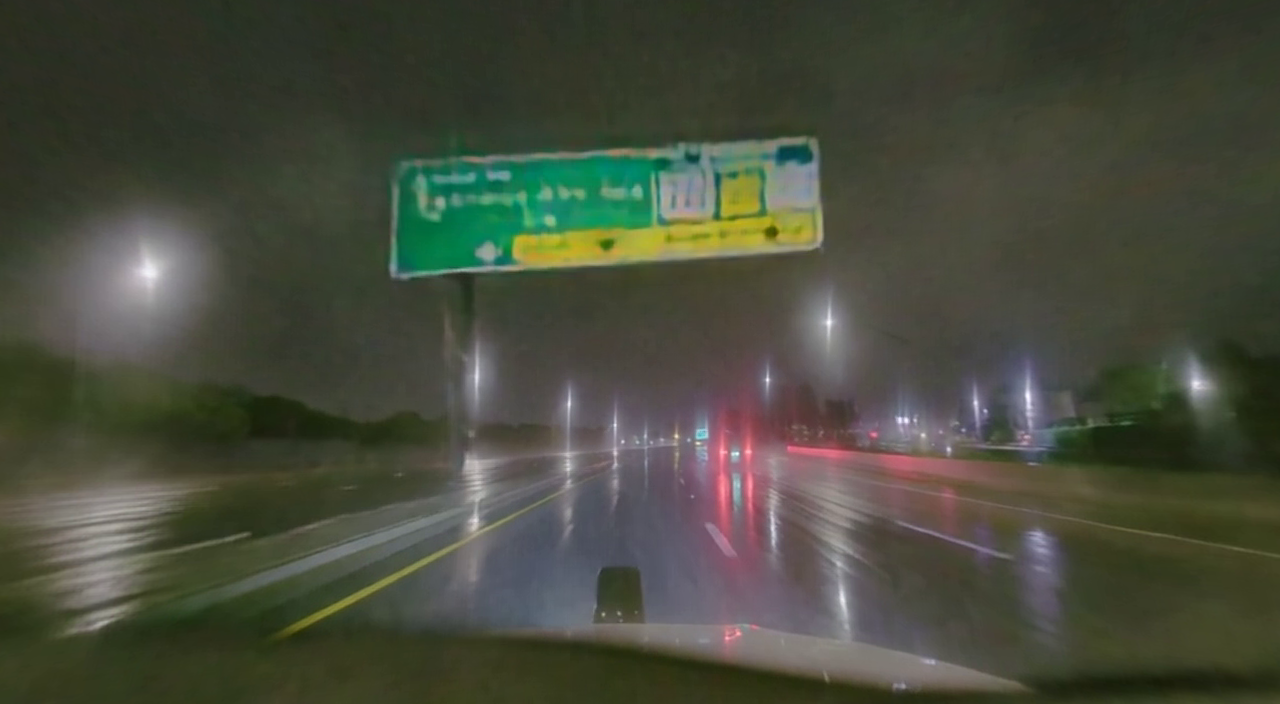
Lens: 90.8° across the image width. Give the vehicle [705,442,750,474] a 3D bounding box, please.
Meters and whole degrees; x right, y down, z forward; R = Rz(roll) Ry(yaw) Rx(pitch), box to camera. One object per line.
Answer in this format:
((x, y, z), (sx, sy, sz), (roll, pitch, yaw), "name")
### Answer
((4.431, 5.419, 32.502), (1.874, 1.506, 4.116), (-1, -8, 2), "vehicle")
